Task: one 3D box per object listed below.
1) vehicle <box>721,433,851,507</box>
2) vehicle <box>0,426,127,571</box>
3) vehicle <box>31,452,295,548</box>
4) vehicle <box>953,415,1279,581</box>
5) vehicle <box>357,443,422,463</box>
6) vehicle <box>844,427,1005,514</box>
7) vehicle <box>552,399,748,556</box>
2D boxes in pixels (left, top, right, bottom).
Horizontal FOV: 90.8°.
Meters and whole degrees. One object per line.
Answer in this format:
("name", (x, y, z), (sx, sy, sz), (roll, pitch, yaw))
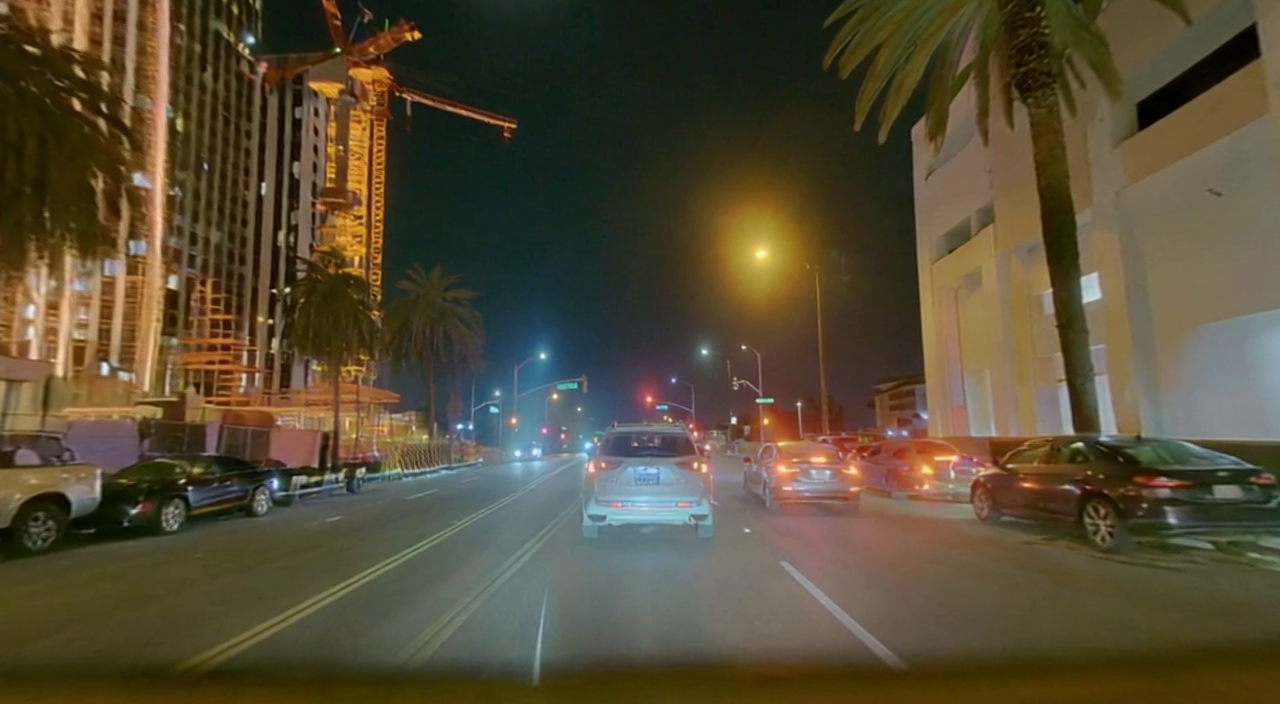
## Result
("vehicle", (3.228, 2.698, 14.871), (1.999, 1.487, 3.939), (0, -8, -2))
("vehicle", (-9.921, 1.941, 7.683), (2.294, 1.948, 6.025), (-6, -10, 1))
("vehicle", (-9.717, 2.994, 13.514), (2.054, 1.467, 4.595), (-3, -7, 1))
("vehicle", (6.259, 1.763, 8.596), (1.819, 1.672, 4.139), (0, -7, -1))
("vehicle", (-19.150, 7.696, 48.415), (1.759, 1.457, 4.297), (-7, -11, 37))
("vehicle", (6.476, 2.729, 15.024), (1.930, 1.736, 4.329), (-1, -8, 2))
("vehicle", (0.107, 1.772, 9.543), (2.264, 1.798, 4.258), (0, -8, 0))
